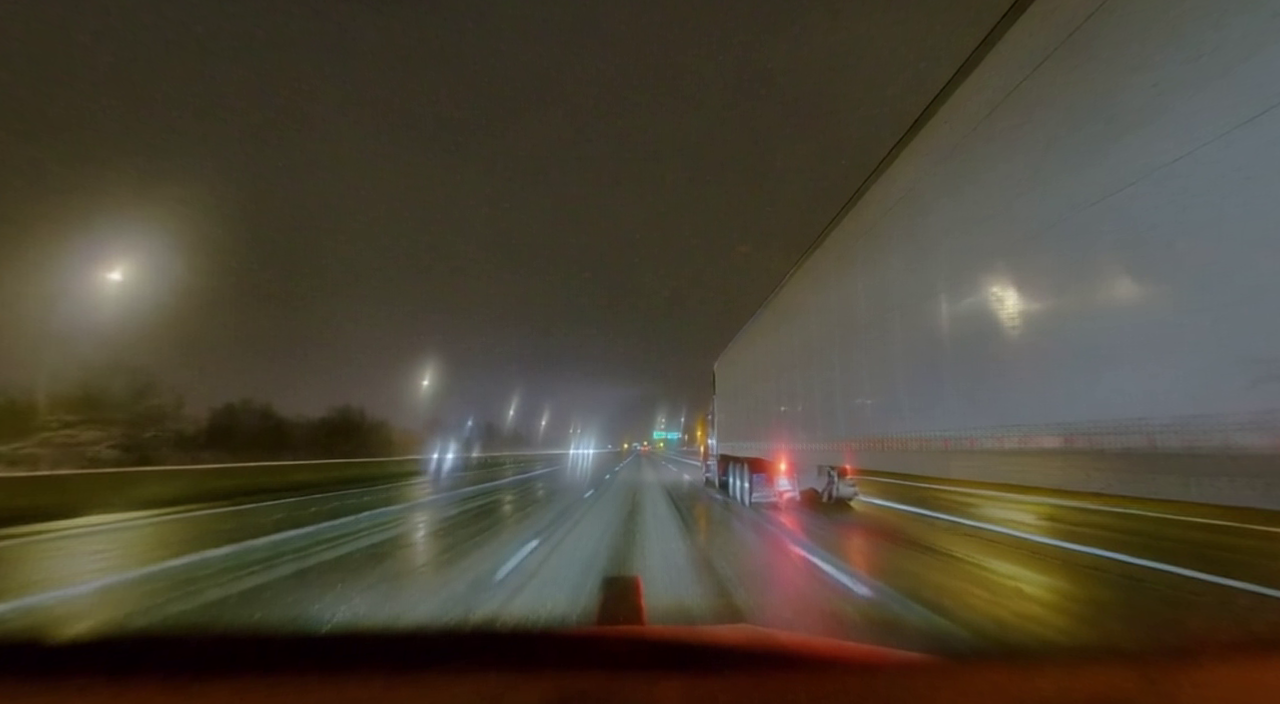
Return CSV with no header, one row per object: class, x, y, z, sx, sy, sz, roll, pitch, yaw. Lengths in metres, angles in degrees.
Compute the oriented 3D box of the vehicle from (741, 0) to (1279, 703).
vehicle,3.811,0.251,6.833,2.949,4.149,16.046,0,-9,1
